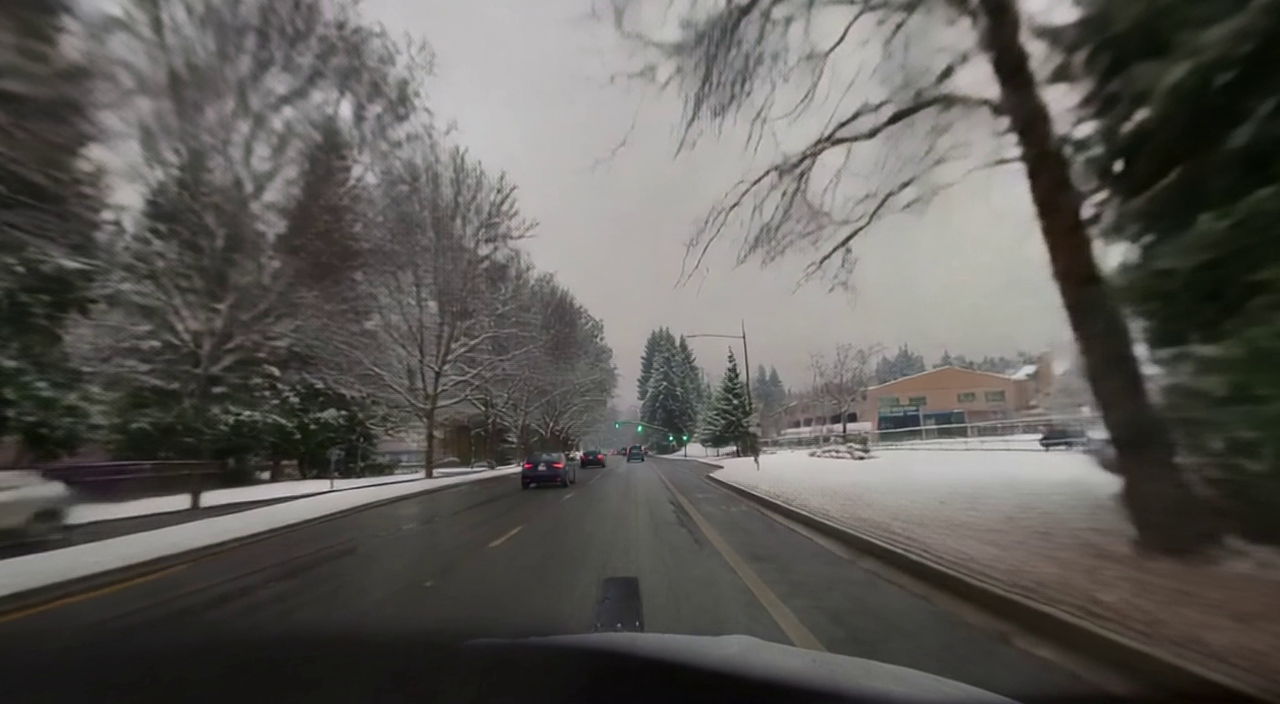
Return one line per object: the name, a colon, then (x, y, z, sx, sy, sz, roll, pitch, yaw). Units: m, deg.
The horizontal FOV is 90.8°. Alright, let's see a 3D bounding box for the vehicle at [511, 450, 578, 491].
vehicle: (-3.639, 4.589, 24.731, 1.932, 1.431, 4.144, 0, -9, 1)
